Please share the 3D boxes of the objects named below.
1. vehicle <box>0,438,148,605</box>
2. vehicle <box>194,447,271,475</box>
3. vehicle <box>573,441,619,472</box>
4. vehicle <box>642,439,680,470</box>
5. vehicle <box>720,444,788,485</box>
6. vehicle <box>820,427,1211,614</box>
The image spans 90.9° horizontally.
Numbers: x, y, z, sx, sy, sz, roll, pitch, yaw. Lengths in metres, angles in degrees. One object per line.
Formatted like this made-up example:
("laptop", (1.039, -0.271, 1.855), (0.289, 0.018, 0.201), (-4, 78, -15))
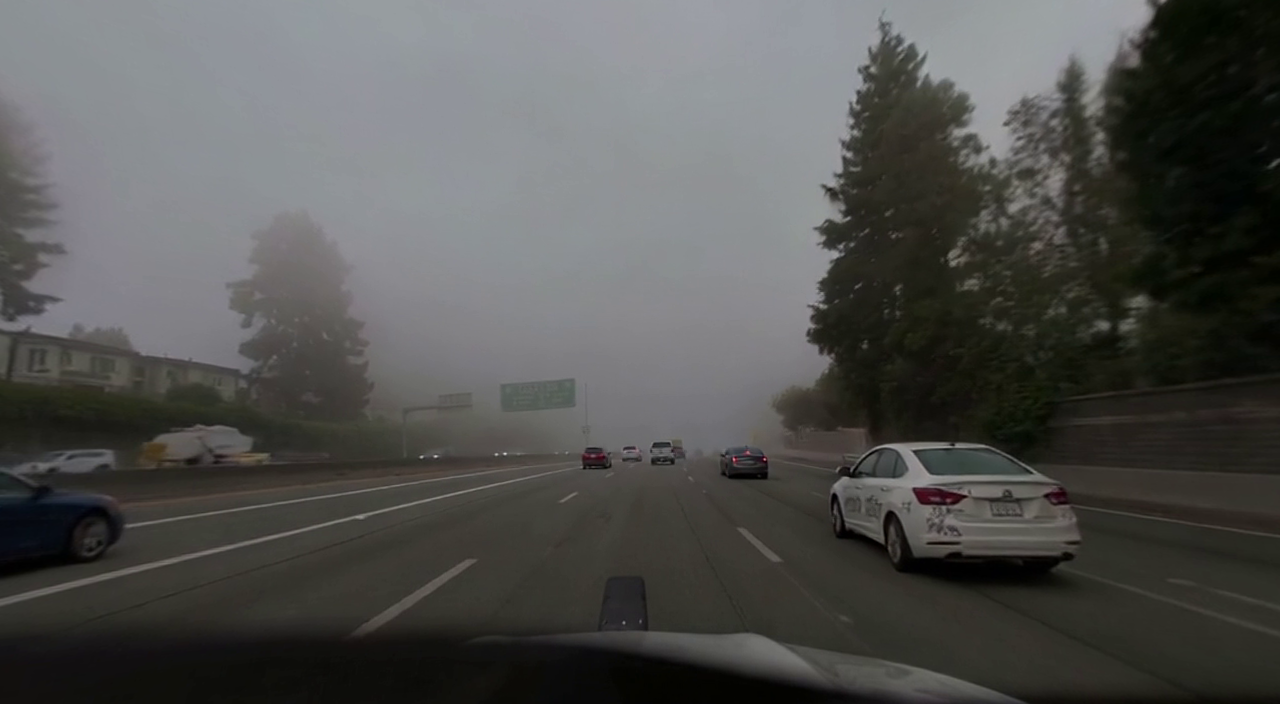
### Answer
("vehicle", (-6.849, 1.454, 5.155), (2.050, 1.507, 4.375), (0, -8, 1))
("vehicle", (-25.950, 6.950, 40.370), (1.827, 1.654, 4.388), (0, -8, 2))
("vehicle", (-2.570, 6.270, 38.041), (2.070, 1.740, 4.678), (-1, -8, 4))
("vehicle", (1.295, 6.168, 38.110), (2.183, 1.764, 4.134), (0, -8, 3))
("vehicle", (4.231, 4.229, 24.049), (1.854, 1.438, 3.954), (0, -8, 0))
("vehicle", (3.688, 1.693, 7.360), (1.912, 1.509, 4.291), (0, -8, 0))
